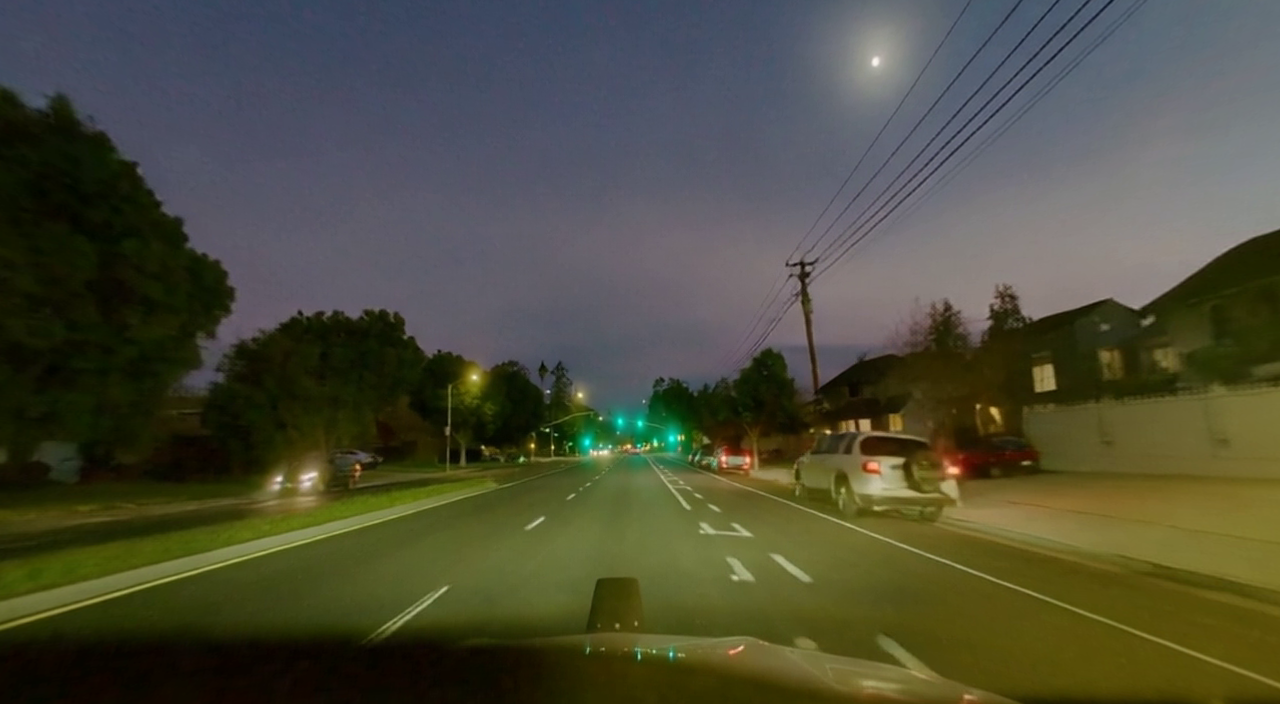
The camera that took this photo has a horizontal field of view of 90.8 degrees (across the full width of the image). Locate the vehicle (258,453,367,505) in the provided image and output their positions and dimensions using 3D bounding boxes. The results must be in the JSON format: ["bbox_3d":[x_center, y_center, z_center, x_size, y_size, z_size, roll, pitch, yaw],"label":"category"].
[{"bbox_3d":[-12.342,4.761,24.126,1.939,1.537,4.197,-3,-7,0],"label":"vehicle"}]

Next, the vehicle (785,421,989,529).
[{"bbox_3d":[4.728,2.434,13.102,2.180,1.782,4.790,0,-8,-1],"label":"vehicle"}]

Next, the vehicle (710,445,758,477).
[{"bbox_3d":[4.770,5.587,32.646,1.875,1.540,3.402,0,-8,-1],"label":"vehicle"}]

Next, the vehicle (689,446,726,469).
[{"bbox_3d":[4.654,7.346,44.104,2.065,1.463,4.814,-1,-8,1],"label":"vehicle"}]
